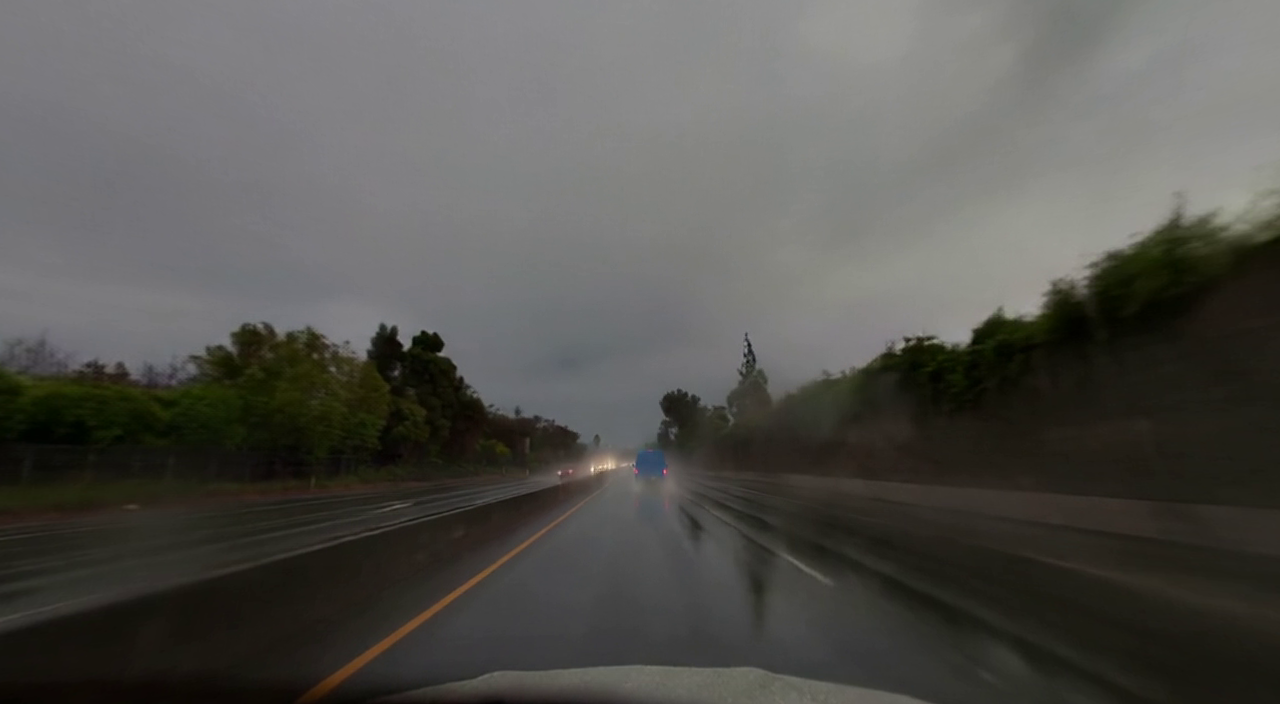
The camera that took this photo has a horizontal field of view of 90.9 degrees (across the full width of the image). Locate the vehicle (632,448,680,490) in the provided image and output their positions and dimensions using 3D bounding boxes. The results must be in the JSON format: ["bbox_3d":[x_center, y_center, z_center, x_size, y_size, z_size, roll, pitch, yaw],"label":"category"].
[{"bbox_3d":[0.819,6.565,35.383,2.429,2.167,4.558,1,-11,-2],"label":"vehicle"}]
